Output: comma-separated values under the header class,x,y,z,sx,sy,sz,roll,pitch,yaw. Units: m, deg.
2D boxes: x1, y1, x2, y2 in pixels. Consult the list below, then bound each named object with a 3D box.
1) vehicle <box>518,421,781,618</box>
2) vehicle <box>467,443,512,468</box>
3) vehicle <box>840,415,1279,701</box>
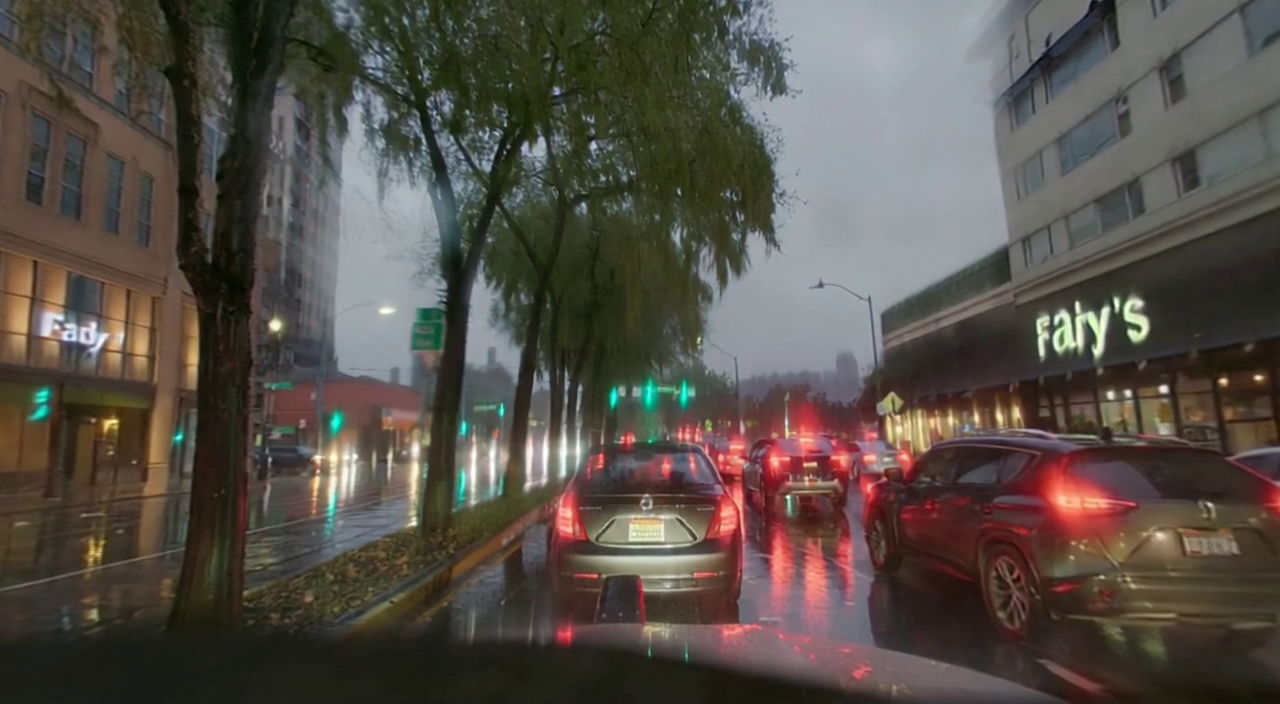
class,x,y,z,sx,sy,sz,roll,pitch,yaw
vehicle,0.060,1.557,6.691,2.006,1.487,3.535,0,-9,0
vehicle,-11.086,7.675,46.924,2.042,1.749,4.629,-1,-9,2
vehicle,3.396,1.395,5.467,1.988,1.480,4.195,0,-9,1
